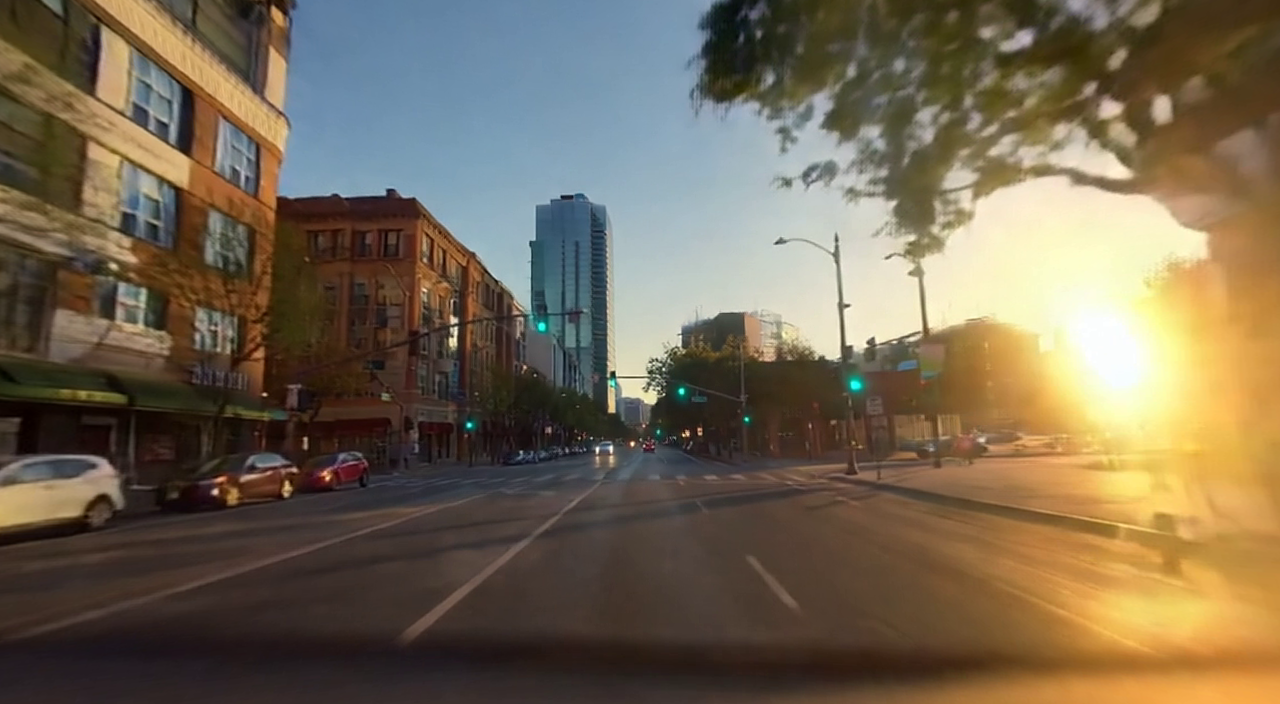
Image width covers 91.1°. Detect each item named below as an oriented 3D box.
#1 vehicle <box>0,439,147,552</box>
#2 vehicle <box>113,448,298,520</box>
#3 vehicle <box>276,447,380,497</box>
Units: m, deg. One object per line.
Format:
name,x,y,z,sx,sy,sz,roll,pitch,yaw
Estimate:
vehicle,-12.280,2.566,11.343,2.126,1.963,5.547,0,-8,1
vehicle,-12.078,3.641,17.927,1.898,1.724,4.445,0,-8,3
vehicle,-11.990,4.598,24.461,1.956,1.624,4.186,-3,-8,0
